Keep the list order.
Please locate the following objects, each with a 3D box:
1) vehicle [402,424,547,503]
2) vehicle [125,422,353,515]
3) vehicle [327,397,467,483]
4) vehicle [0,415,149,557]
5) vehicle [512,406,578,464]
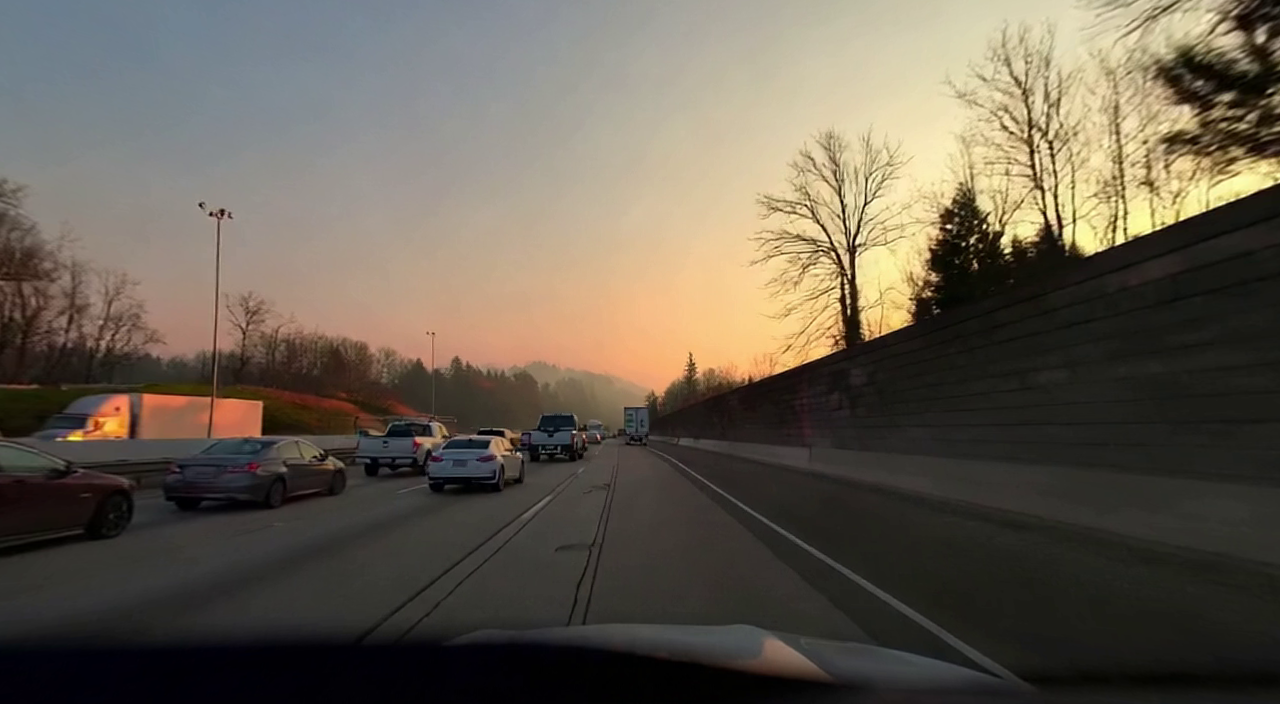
[{"bbox_3d":[-3.458,2.400,14.058,2.089,1.485,4.153,0,-8,0],"label":"vehicle"},{"bbox_3d":[-7.683,2.233,12.626,1.957,1.545,3.971,0,-8,0],"label":"vehicle"},{"bbox_3d":[-7.703,2.878,20.786,2.386,2.435,5.831,0,-8,-1],"label":"vehicle"},{"bbox_3d":[-8.097,1.468,6.814,2.032,1.560,4.327,0,-8,0],"label":"vehicle"},{"bbox_3d":[-4.433,3.984,30.245,2.427,2.514,5.159,0,-8,0],"label":"vehicle"}]
